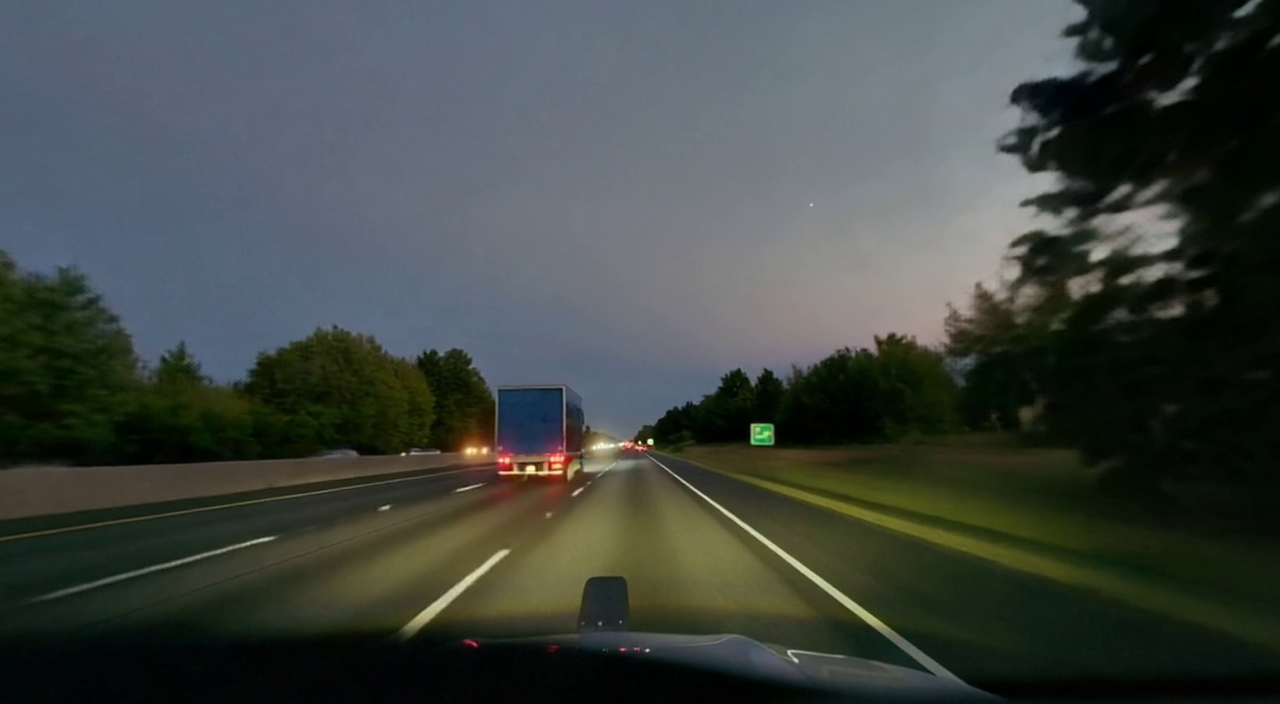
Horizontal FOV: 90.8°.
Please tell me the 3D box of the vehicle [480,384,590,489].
[{"bbox_3d":[-3.649,3.270,24.216,2.874,3.309,8.208,0,-8,-1],"label":"vehicle"}]
